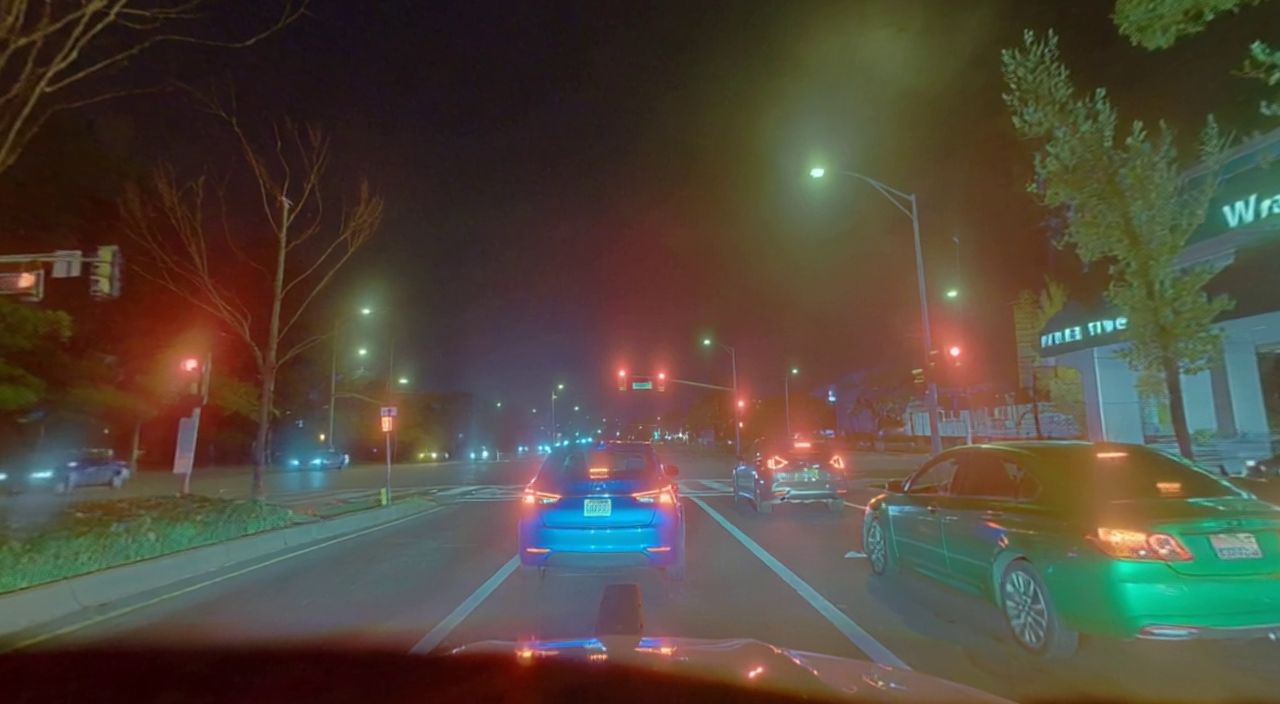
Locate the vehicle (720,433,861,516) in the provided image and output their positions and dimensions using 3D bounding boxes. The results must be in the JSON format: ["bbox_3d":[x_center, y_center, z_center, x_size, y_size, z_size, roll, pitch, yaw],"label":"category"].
[{"bbox_3d":[3.148,2.667,14.328,2.026,1.549,4.559,0,-8,-1],"label":"vehicle"}]

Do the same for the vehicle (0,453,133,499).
[{"bbox_3d":[-21.883,4.600,23.828,1.863,1.496,4.389,0,-8,-1],"label":"vehicle"}]

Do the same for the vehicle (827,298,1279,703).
[{"bbox_3d":[3.572,1.104,5.050,2.572,1.945,5.065,0,-8,0],"label":"vehicle"}]

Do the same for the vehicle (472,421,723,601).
[{"bbox_3d":[-0.383,1.651,7.404,2.143,1.520,3.848,0,-8,-1],"label":"vehicle"}]

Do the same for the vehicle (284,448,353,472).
[{"bbox_3d":[-21.660,7.278,42.825,2.091,1.534,4.846,0,-8,0],"label":"vehicle"}]
